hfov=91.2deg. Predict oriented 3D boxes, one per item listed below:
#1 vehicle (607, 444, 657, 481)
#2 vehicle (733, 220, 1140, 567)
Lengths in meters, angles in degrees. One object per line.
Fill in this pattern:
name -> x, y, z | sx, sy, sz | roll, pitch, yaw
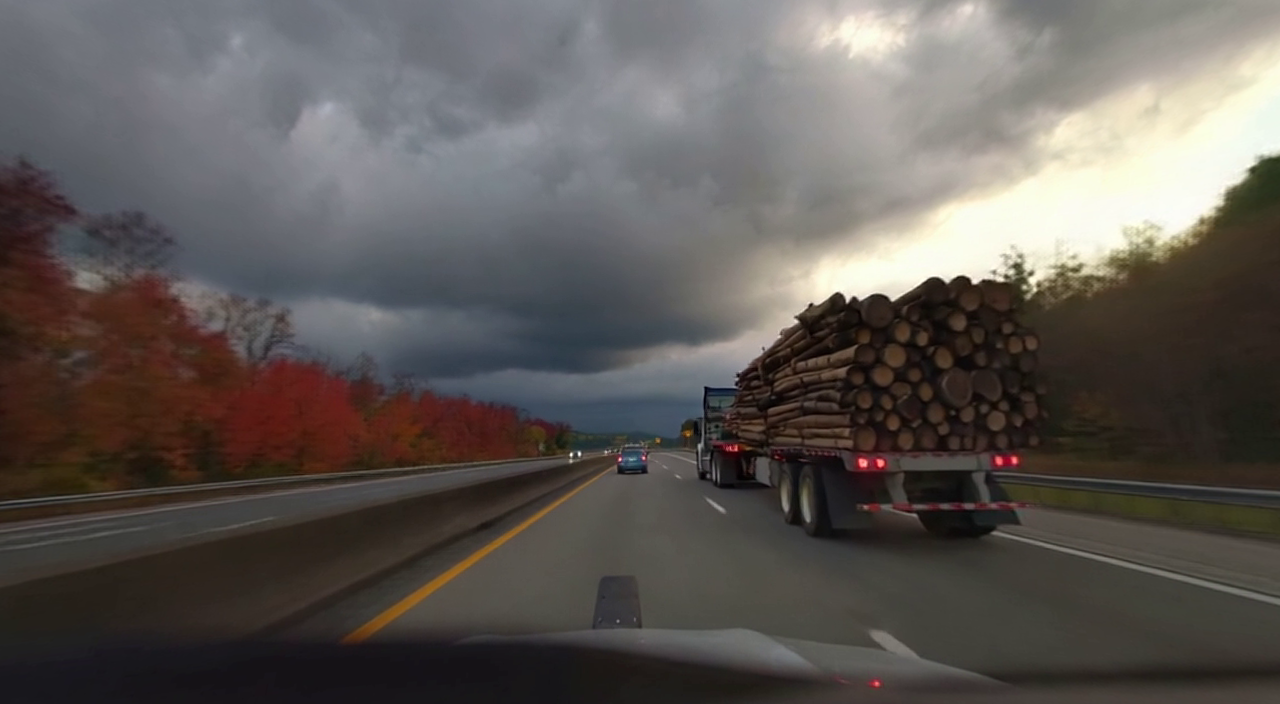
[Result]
vehicle -> -0.348, 4.936, 28.222 | 2.099, 1.506, 4.097 | -1, -9, 0
vehicle -> 3.896, 1.021, 11.259 | 3.004, 3.923, 8.363 | 0, -9, -1
